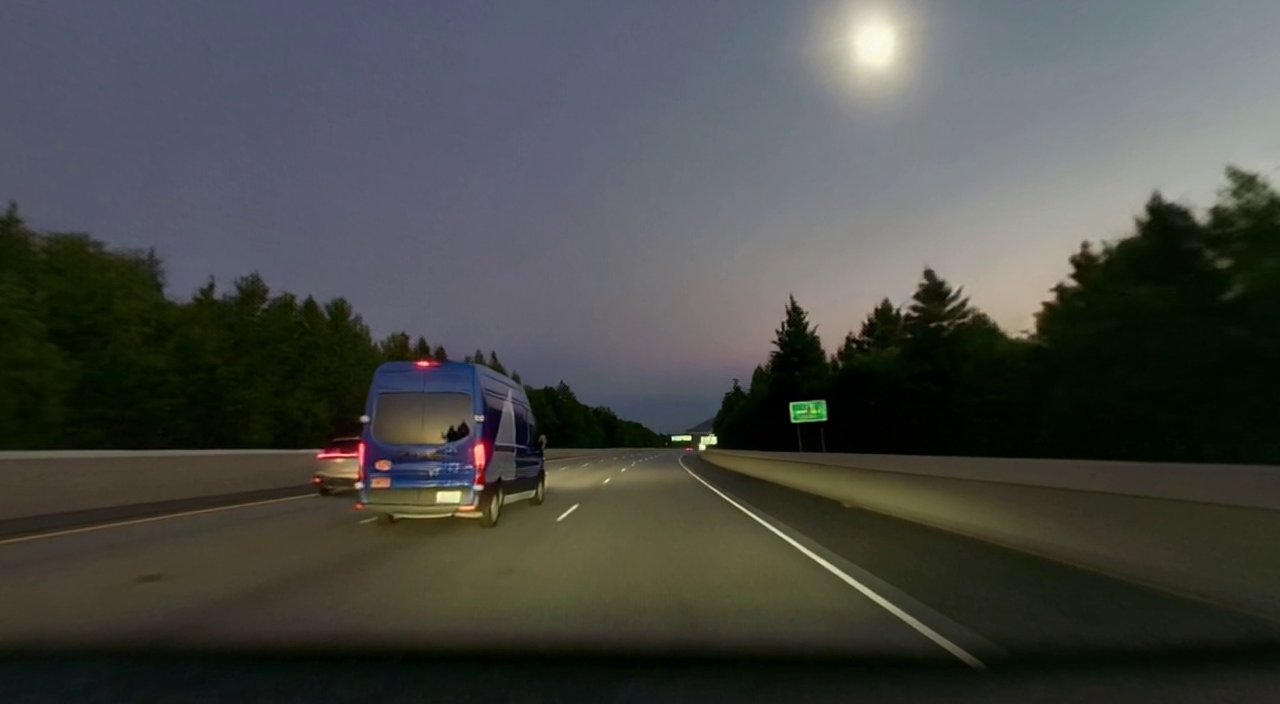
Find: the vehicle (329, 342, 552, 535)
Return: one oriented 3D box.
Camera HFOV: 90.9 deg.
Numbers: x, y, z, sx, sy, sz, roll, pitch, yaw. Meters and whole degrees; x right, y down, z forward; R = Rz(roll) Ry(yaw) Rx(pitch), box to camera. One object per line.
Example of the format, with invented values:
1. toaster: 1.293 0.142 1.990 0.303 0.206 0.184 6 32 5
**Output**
1. vehicle: -3.372 1.679 12.296 2.319 2.883 5.632 0 -8 1
